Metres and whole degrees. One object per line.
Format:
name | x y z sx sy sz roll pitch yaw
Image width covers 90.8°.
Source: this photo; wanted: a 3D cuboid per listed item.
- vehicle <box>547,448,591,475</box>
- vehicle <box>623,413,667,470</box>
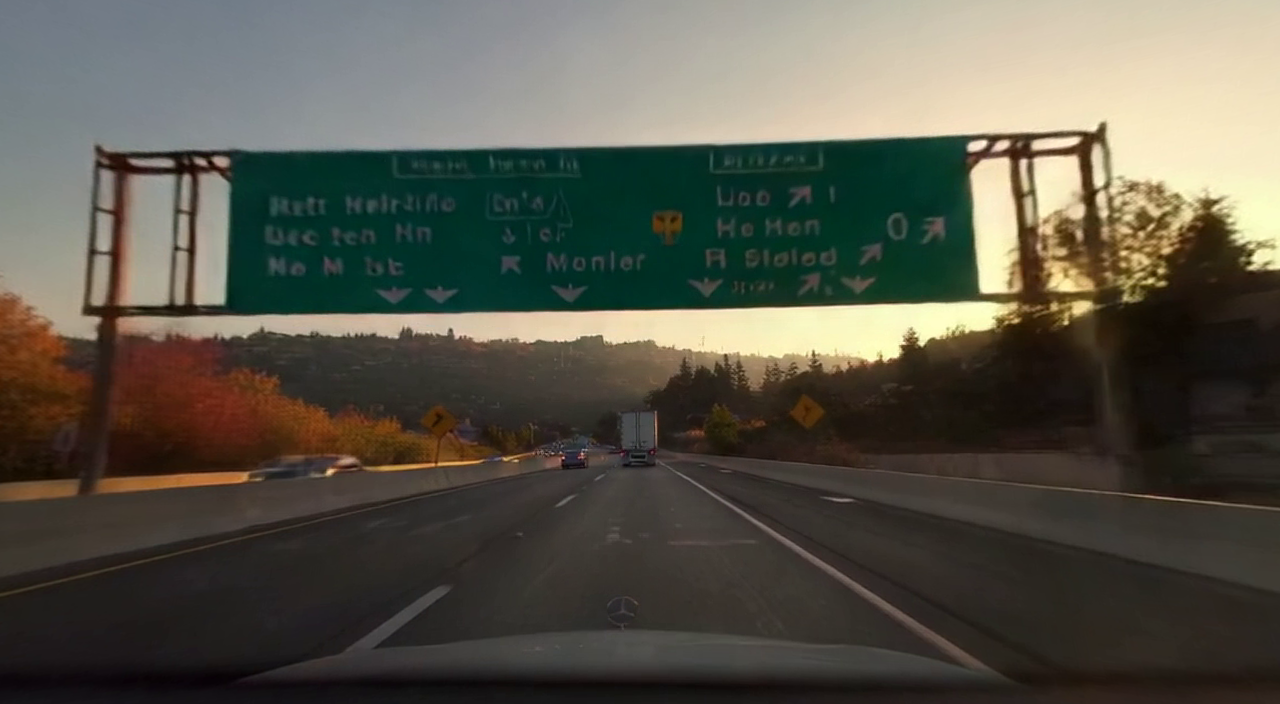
vehicle | -4.132 6.468 37.543 2.053 1.523 4.450 0 -9 1
vehicle | 0.199 6.797 47.680 2.864 3.805 9.500 0 -9 -3
